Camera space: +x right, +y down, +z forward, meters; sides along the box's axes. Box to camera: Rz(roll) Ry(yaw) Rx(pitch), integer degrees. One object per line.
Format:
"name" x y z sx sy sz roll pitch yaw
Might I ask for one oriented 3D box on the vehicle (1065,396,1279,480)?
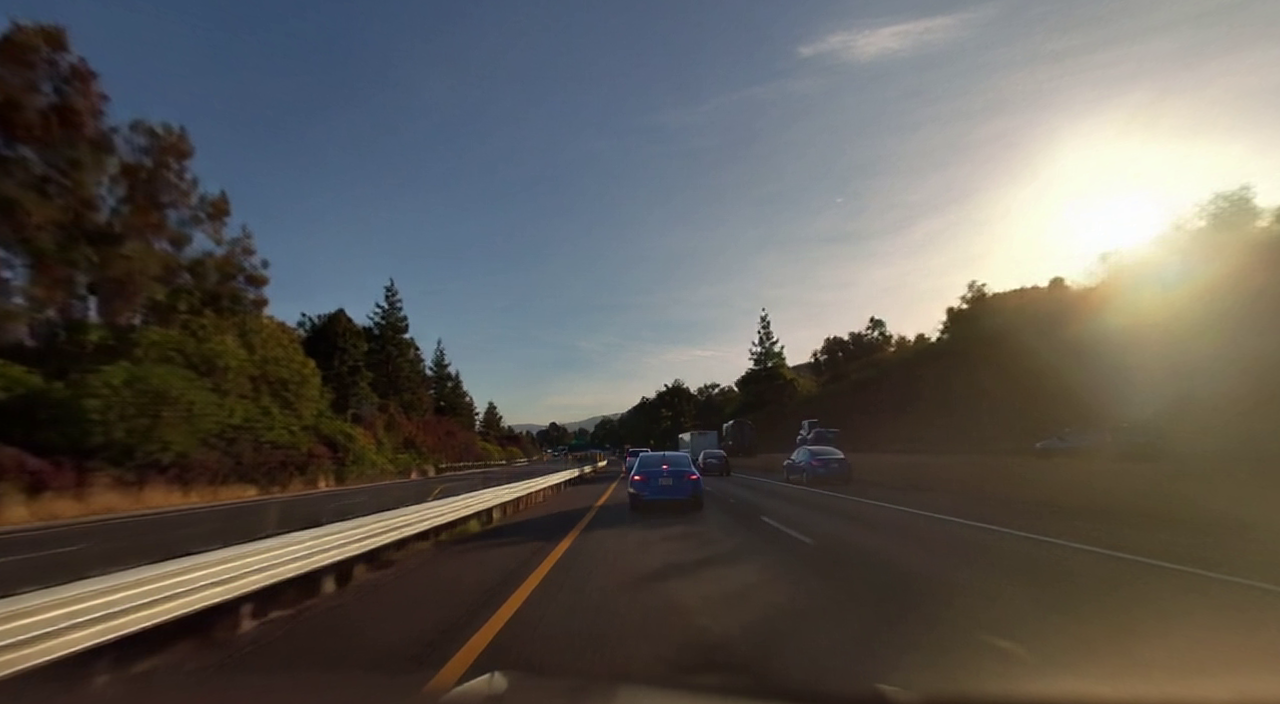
"vehicle" 31.720 5.134 36.689 2.822 3.996 14.073 1 -9 -7

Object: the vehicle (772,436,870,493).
"vehicle" 6.482 4.092 23.206 2.177 1.827 4.565 0 -9 -1

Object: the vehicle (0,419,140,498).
"vehicle" -33.357 6.055 36.106 2.902 3.981 7.819 -3 -8 0

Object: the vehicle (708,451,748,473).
"vehicle" 6.025 7.597 43.676 2.015 1.454 4.324 0 -9 -2

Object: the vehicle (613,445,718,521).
"vehicle" 0.484 2.898 14.423 2.076 1.485 3.774 0 -9 0
